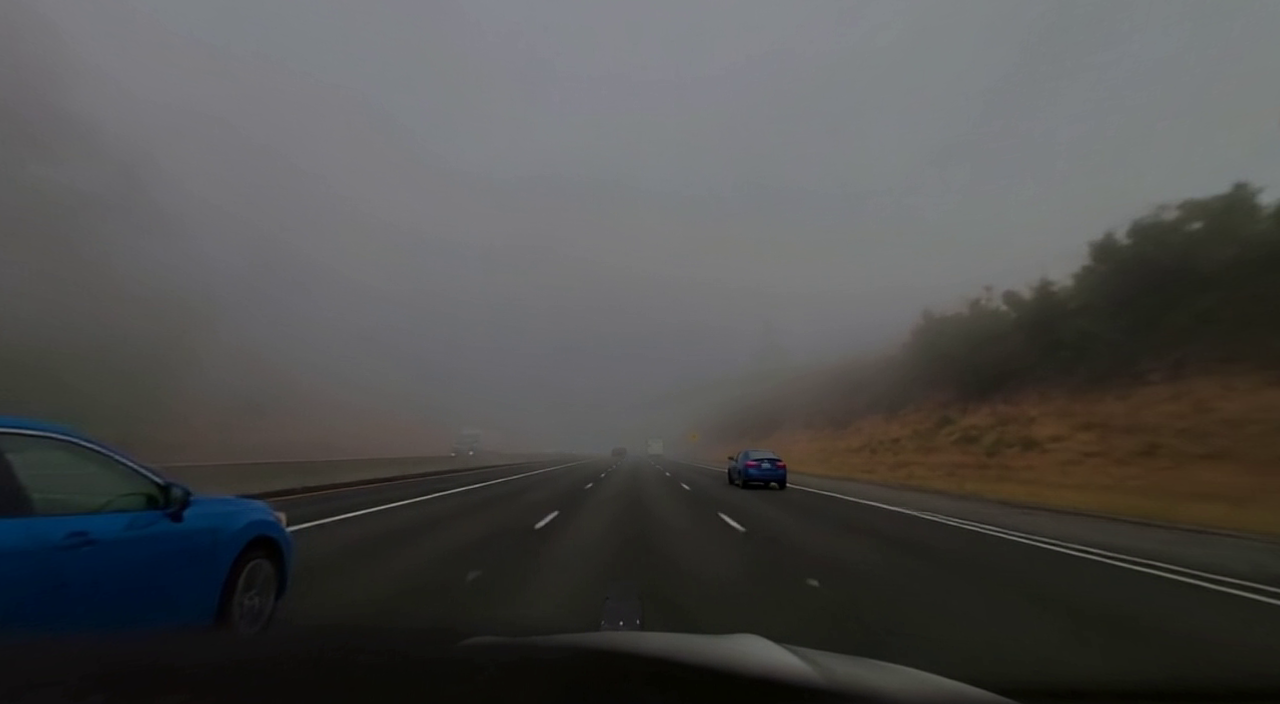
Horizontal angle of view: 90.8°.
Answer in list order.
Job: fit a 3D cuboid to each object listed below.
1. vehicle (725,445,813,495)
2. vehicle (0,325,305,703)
[{"bbox_3d":[4.106,3.816,20.758,1.967,1.472,3.751,0,-9,-2],"label":"vehicle"},{"bbox_3d":[-3.137,0.699,1.455,2.277,1.695,4.475,0,-9,-1],"label":"vehicle"}]
